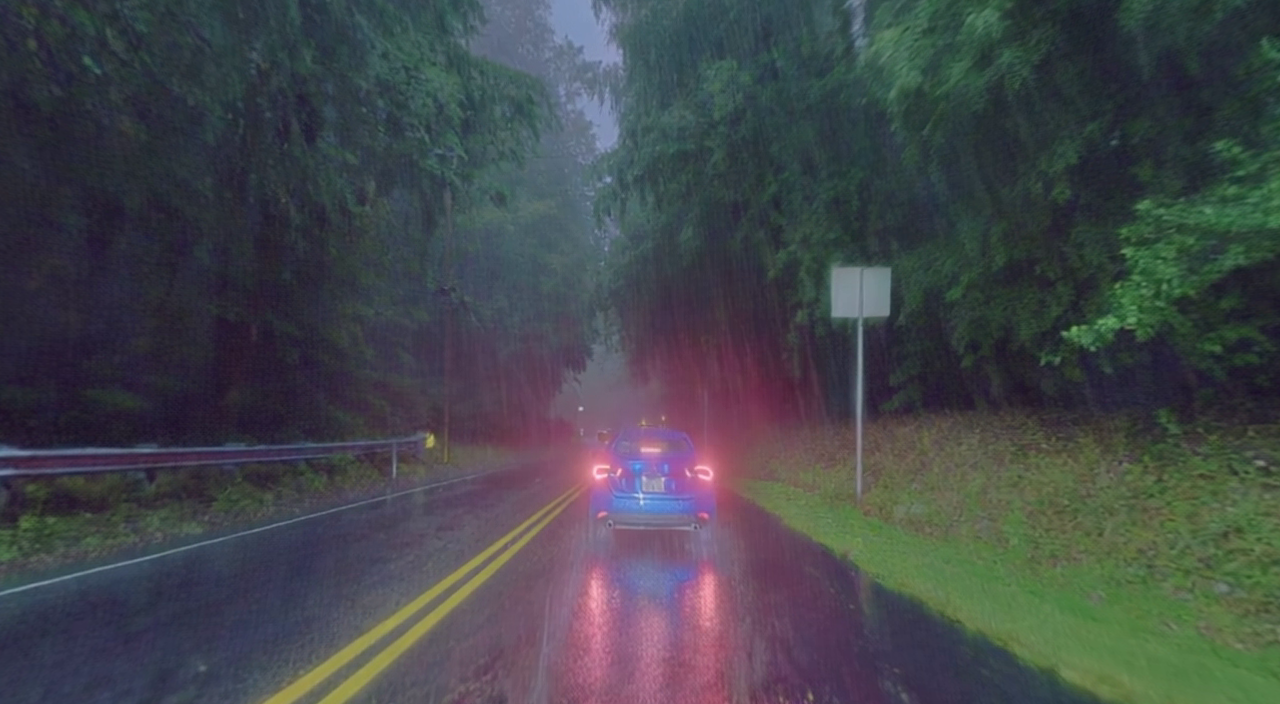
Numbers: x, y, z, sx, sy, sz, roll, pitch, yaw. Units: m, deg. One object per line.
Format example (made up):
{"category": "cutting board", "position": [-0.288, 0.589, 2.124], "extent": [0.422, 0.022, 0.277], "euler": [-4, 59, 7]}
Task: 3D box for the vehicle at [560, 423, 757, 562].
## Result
{"category": "vehicle", "position": [0.239, 1.855, 8.969], "extent": [2.187, 1.533, 3.726], "euler": [0, -8, 1]}
